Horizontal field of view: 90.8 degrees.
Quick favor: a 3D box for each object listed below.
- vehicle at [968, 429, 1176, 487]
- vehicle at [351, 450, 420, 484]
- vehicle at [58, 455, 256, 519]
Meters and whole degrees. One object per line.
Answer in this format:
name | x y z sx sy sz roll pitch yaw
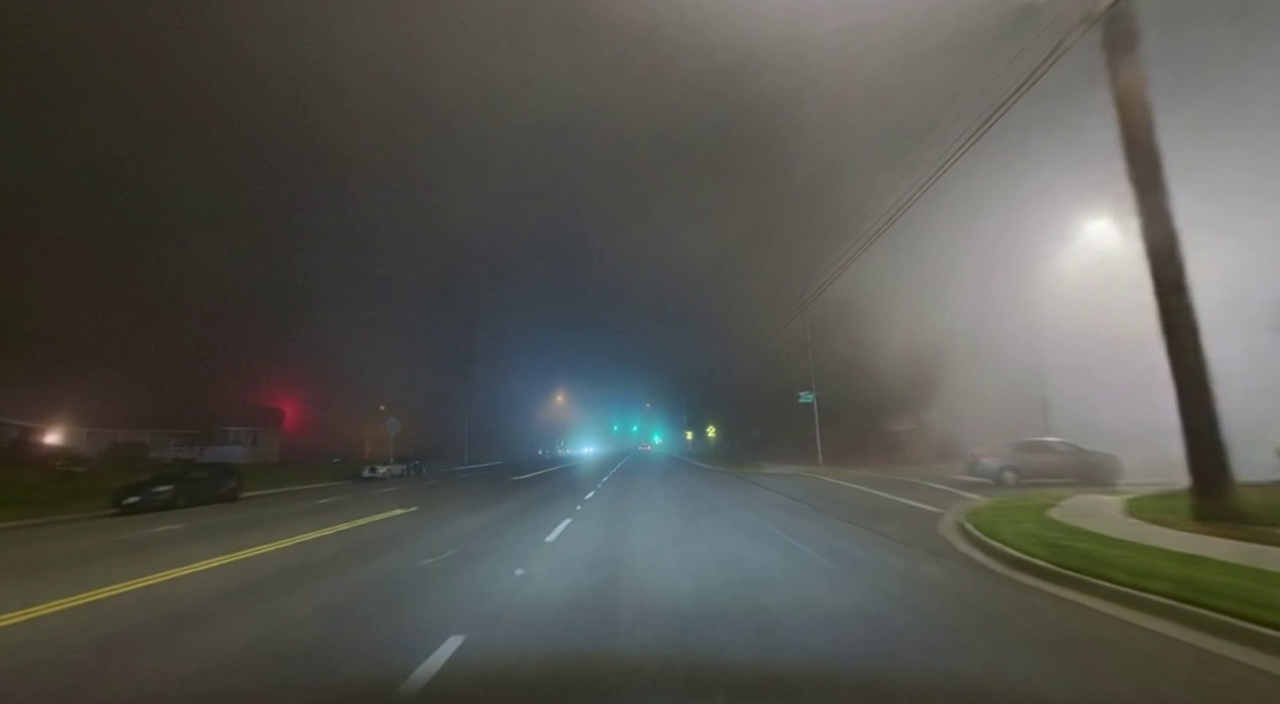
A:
vehicle | 11.832 2.891 17.439 4.644 1.471 1.843 2 -8 -10
vehicle | -13.811 6.240 34.573 1.941 1.501 4.432 -3 -7 0
vehicle | -13.672 3.802 18.349 1.901 1.481 4.636 0 -8 3
